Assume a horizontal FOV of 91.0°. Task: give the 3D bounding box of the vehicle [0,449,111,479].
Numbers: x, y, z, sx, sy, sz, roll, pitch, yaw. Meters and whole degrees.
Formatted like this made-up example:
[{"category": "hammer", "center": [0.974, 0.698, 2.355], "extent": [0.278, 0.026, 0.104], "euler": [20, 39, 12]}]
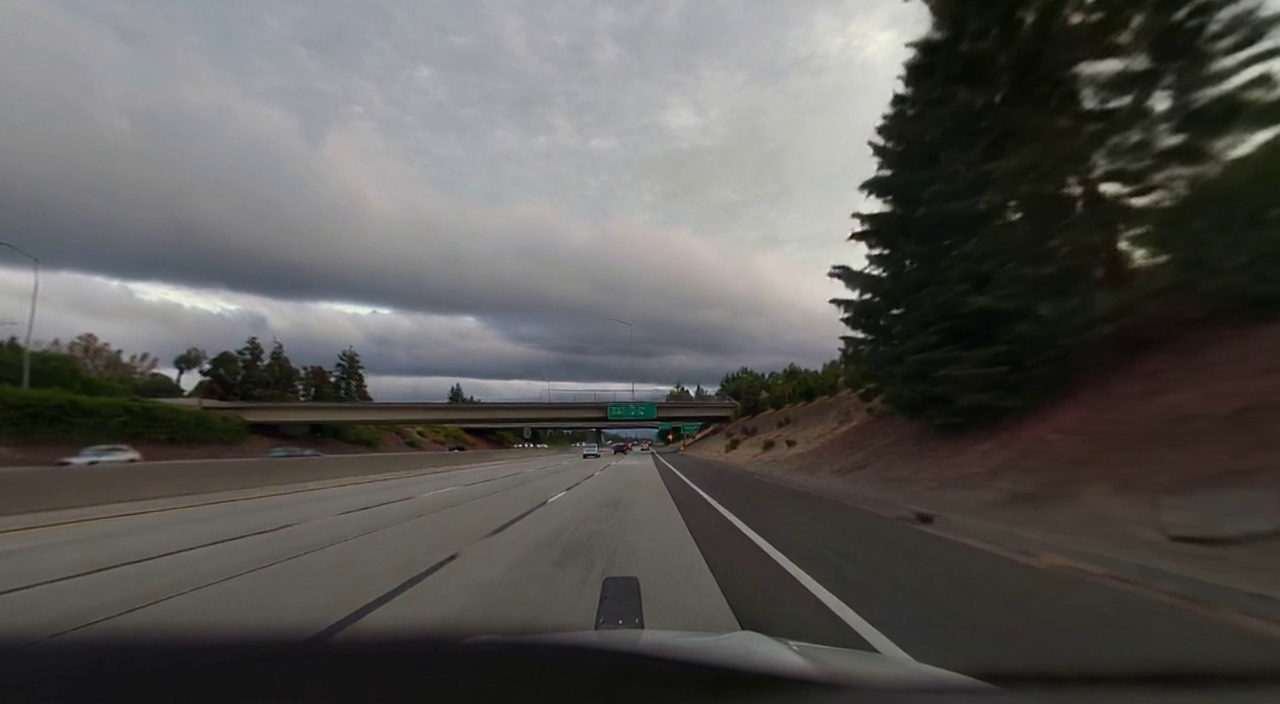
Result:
[{"category": "vehicle", "center": [-32.320, 6.173, 35.026], "extent": [1.844, 1.517, 4.513], "euler": [0, -9, 0]}]
